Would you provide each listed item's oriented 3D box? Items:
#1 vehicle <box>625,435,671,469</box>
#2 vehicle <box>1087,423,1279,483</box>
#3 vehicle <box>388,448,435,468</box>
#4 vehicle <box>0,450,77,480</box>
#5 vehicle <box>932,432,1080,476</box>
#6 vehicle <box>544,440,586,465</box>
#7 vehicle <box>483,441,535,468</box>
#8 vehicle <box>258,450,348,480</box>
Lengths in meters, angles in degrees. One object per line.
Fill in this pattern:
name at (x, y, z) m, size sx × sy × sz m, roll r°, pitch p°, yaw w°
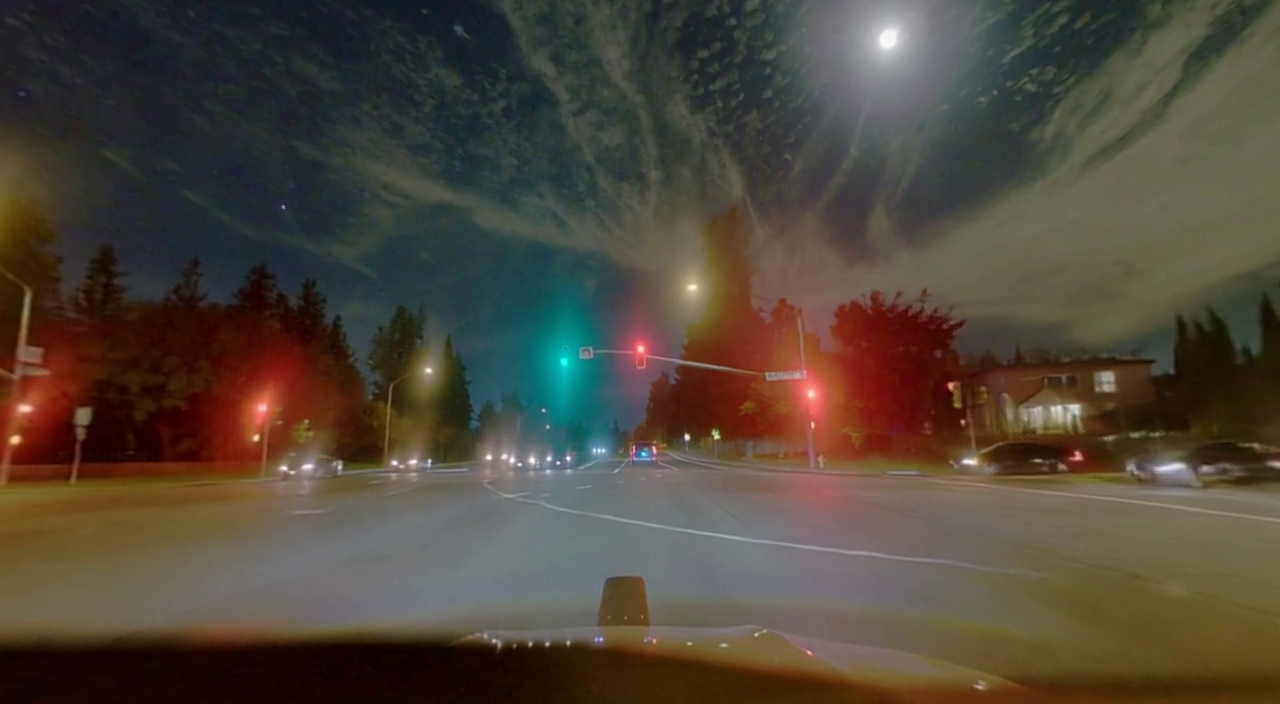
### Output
vehicle at (0.421, 5.578, 35.355) m, size 2.437 × 1.737 × 4.420 m, roll 0°, pitch -8°, yaw 0°
vehicle at (16.588, 2.992, 18.719) m, size 4.869 × 1.648 × 2.250 m, roll 0°, pitch -8°, yaw 1°
vehicle at (-18.021, 8.401, 49.971) m, size 1.915 × 1.477 × 4.411 m, roll 0°, pitch -8°, yaw 3°
vehicle at (-38.522, 7.089, 39.755) m, size 1.872 × 1.695 × 4.560 m, roll 1°, pitch -8°, yaw -2°
vehicle at (15.206, 4.255, 26.430) m, size 4.732 × 1.713 × 2.257 m, roll -1°, pitch -8°, yaw 3°
vehicle at (-4.705, 6.384, 40.195) m, size 1.994 × 1.494 × 4.599 m, roll 0°, pitch -8°, yaw 1°
vehicle at (-7.770, 6.105, 37.737) m, size 2.154 × 1.499 × 4.461 m, roll 0°, pitch -8°, yaw 0°
vehicle at (-19.562, 6.536, 36.860) m, size 2.164 × 1.556 × 4.678 m, roll -1°, pitch -8°, yaw 9°
